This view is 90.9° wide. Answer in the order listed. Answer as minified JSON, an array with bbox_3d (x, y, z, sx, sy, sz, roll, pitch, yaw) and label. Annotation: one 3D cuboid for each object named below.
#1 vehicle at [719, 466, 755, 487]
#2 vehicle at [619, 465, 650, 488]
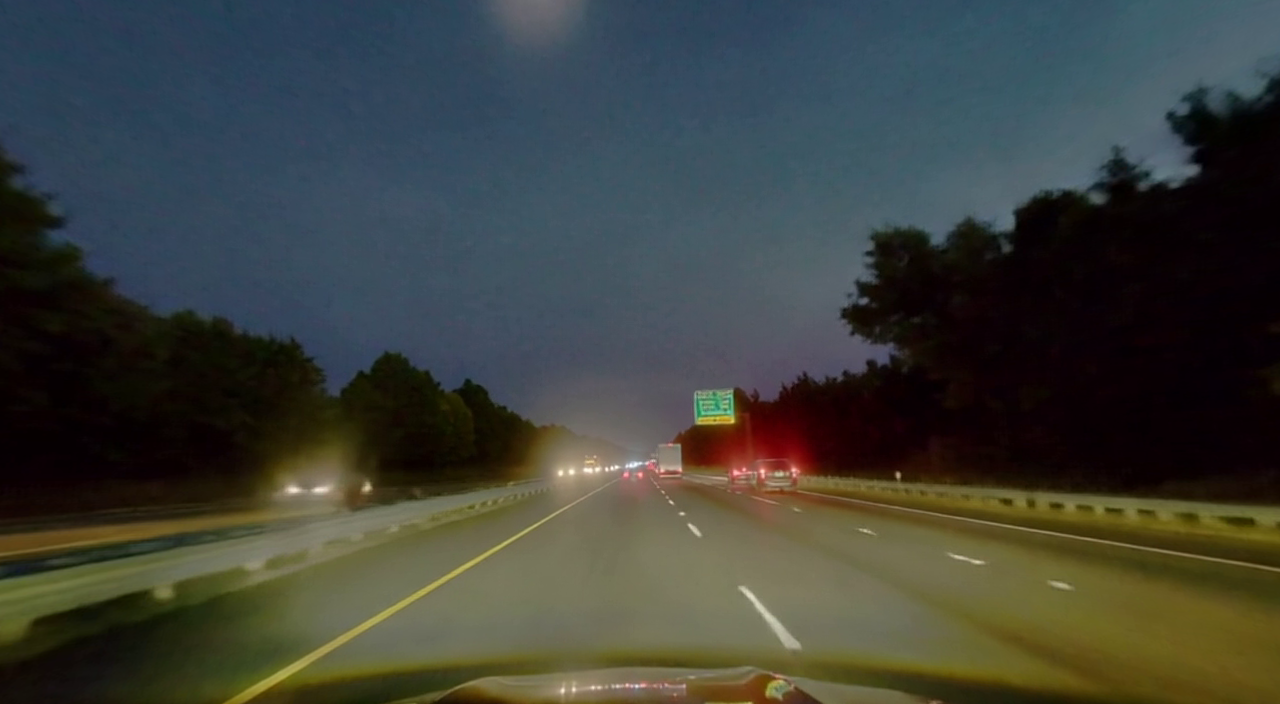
[{"bbox_3d":[7.391,9.495,48.254,1.977,1.494,4.311,1,-10,-2],"label":"vehicle"},{"bbox_3d":[-0.385,8.602,43.740,2.025,1.452,3.927,1,-10,-1],"label":"vehicle"}]
